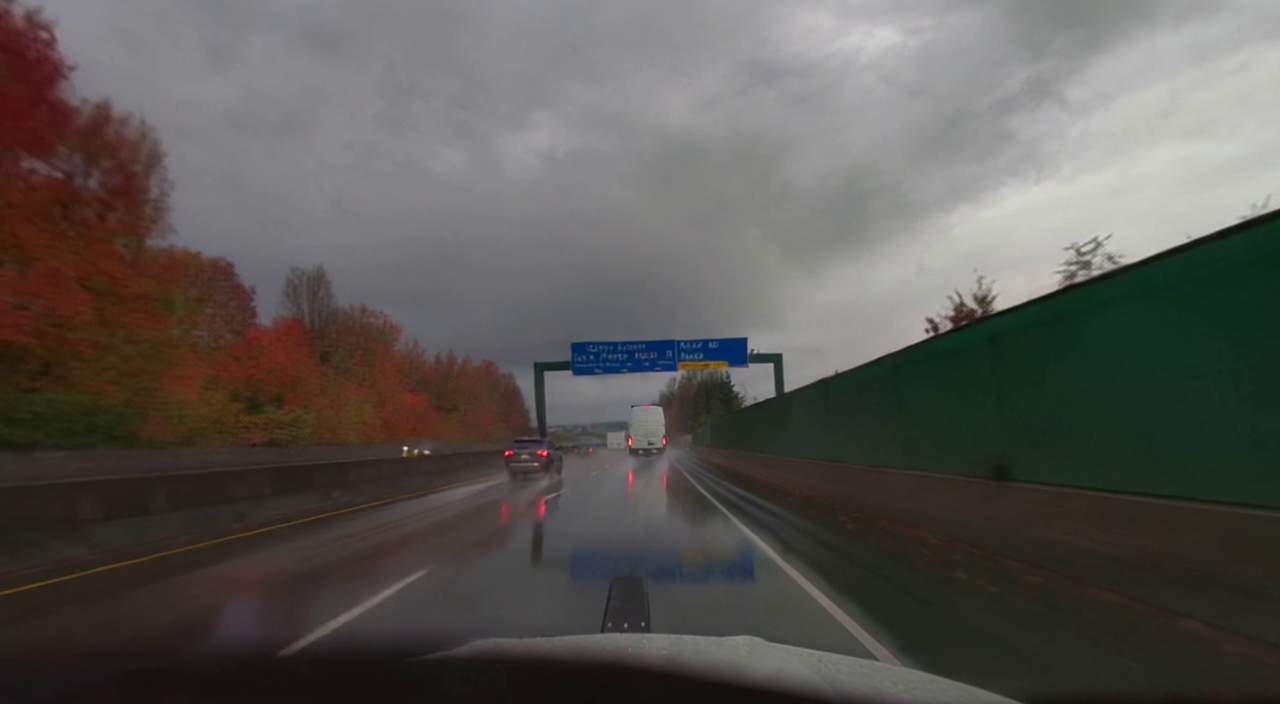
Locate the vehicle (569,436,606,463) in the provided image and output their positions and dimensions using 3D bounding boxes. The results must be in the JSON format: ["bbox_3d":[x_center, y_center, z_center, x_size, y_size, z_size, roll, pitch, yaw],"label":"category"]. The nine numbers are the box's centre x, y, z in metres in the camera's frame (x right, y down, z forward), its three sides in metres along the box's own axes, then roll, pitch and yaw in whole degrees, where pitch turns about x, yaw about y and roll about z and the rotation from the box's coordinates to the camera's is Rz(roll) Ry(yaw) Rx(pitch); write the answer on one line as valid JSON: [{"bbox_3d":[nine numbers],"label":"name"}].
[{"bbox_3d":[-3.295,6.202,40.136,1.962,1.575,4.158,0,-8,1],"label":"vehicle"}]

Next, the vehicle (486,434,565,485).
[{"bbox_3d":[-3.784,3.601,21.484,1.927,1.556,3.921,0,-8,1],"label":"vehicle"}]

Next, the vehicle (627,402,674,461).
[{"bbox_3d":[0.712,5.694,44.561,2.933,3.701,10.425,0,-8,1],"label":"vehicle"}]
